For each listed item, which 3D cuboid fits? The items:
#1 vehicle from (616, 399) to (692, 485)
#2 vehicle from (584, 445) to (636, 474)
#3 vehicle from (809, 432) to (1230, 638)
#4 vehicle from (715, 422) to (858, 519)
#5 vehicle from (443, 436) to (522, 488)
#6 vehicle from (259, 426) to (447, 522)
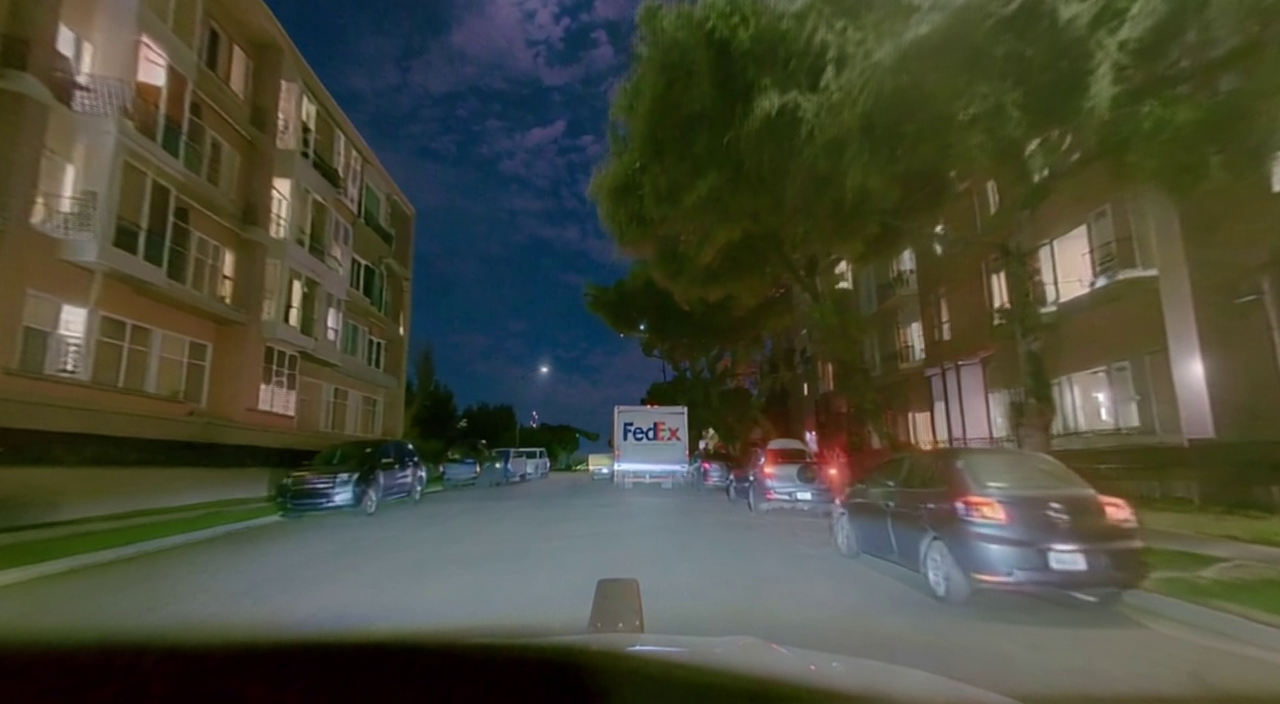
[{"bbox_3d":[0.441,4.087,28.585,2.930,3.275,8.180,0,-8,-2],"label":"vehicle"},{"bbox_3d":[-1.653,6.122,36.270,1.981,1.500,3.992,-2,-9,13],"label":"vehicle"},{"bbox_3d":[3.400,1.682,6.930,1.877,1.500,4.407,0,-8,0],"label":"vehicle"},{"bbox_3d":[3.374,2.870,15.949,2.221,1.991,5.564,0,-8,-1],"label":"vehicle"},{"bbox_3d":[-6.079,4.297,25.063,2.020,1.867,4.654,0,-8,-1],"label":"vehicle"},{"bbox_3d":[-5.971,2.584,13.882,2.089,1.757,4.256,0,-8,0],"label":"vehicle"}]
